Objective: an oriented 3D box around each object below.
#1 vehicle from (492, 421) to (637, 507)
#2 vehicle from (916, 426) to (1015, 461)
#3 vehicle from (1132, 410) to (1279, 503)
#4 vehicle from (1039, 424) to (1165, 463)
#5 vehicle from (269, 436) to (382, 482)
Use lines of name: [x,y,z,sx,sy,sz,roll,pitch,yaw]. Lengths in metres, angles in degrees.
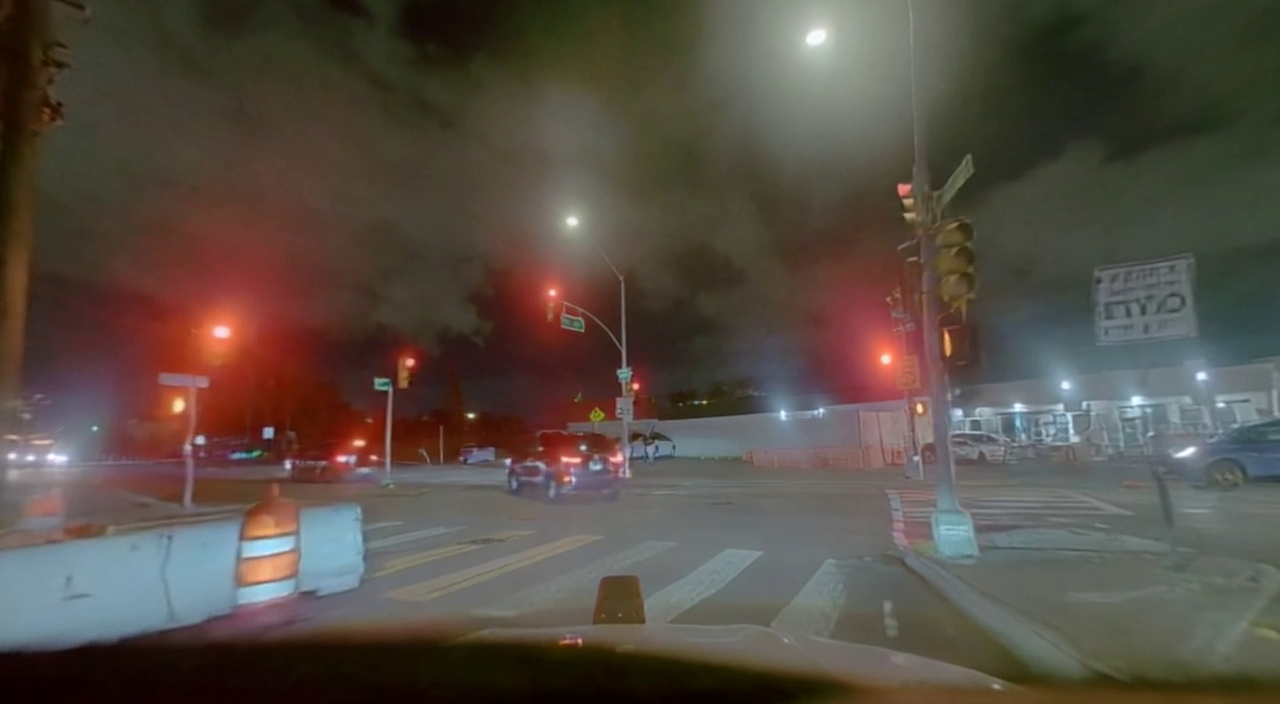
vehicle: [-2.196,2.874,16.664,2.256,1.859,5.118,4,-10,-25]
vehicle: [16.876,4.788,32.841,4.382,1.688,1.937,-5,-10,28]
vehicle: [13.773,2.181,13.308,4.740,1.802,2.249,-3,-9,17]
vehicle: [21.719,4.346,29.984,4.550,1.704,1.922,-5,-10,31]
vehicle: [-14.484,4.888,28.994,5.548,1.911,2.206,-6,-11,36]
